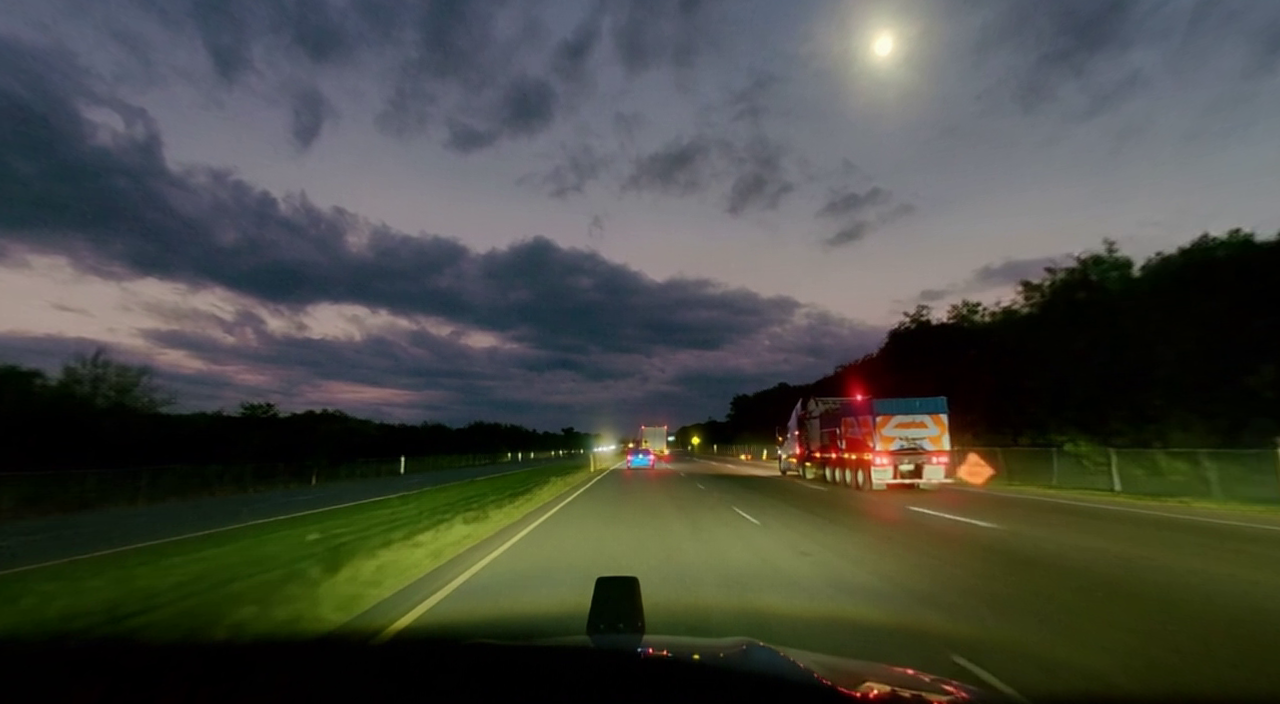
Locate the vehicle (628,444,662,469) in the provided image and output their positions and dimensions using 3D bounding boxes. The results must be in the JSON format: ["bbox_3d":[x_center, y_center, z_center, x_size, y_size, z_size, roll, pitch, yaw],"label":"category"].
[{"bbox_3d":[0.282,6.810,41.217,2.065,1.573,3.734,0,-9,-1],"label":"vehicle"}]
